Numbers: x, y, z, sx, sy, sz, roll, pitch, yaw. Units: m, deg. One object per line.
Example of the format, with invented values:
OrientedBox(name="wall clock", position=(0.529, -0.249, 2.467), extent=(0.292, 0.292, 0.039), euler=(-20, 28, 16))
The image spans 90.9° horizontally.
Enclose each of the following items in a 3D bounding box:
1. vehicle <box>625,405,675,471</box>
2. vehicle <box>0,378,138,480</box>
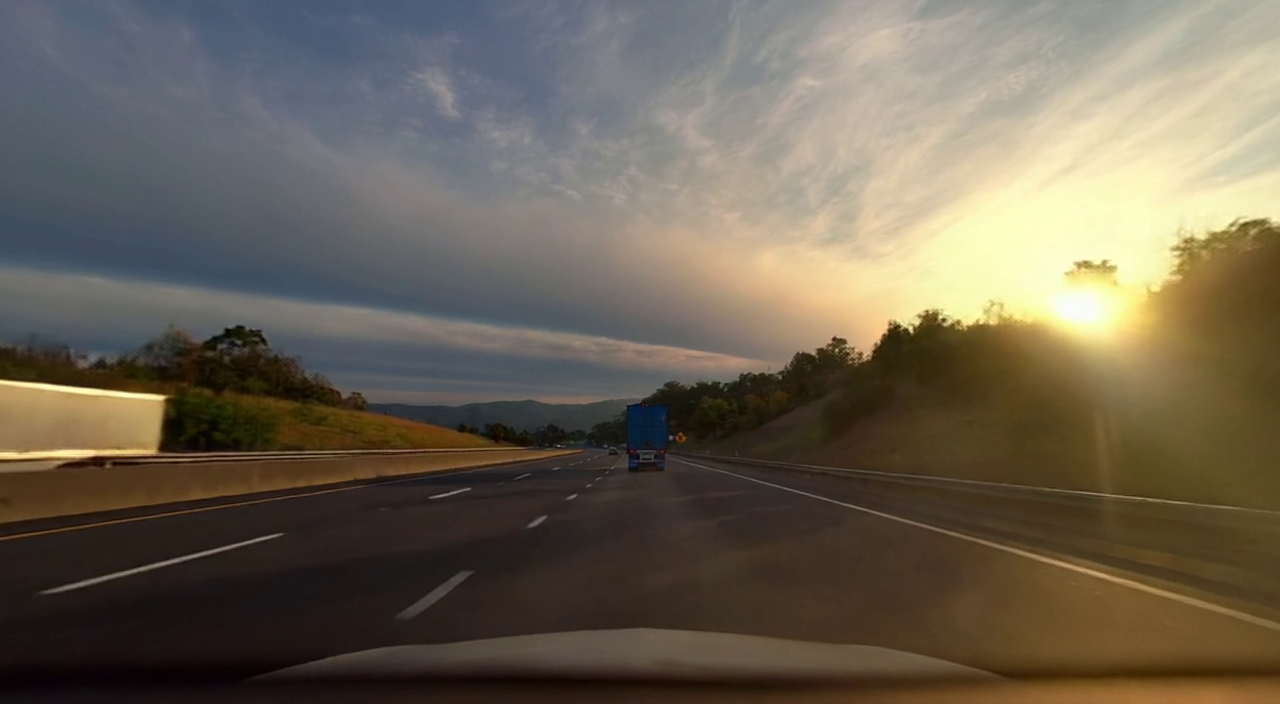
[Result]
OrientedBox(name="vehicle", position=(0.474, 6.131, 44.215), extent=(3.055, 4.009, 10.972), euler=(0, -9, -2))
OrientedBox(name="vehicle", position=(-23.238, 2.536, 20.904), extent=(2.819, 3.410, 12.707), euler=(0, -9, 0))
